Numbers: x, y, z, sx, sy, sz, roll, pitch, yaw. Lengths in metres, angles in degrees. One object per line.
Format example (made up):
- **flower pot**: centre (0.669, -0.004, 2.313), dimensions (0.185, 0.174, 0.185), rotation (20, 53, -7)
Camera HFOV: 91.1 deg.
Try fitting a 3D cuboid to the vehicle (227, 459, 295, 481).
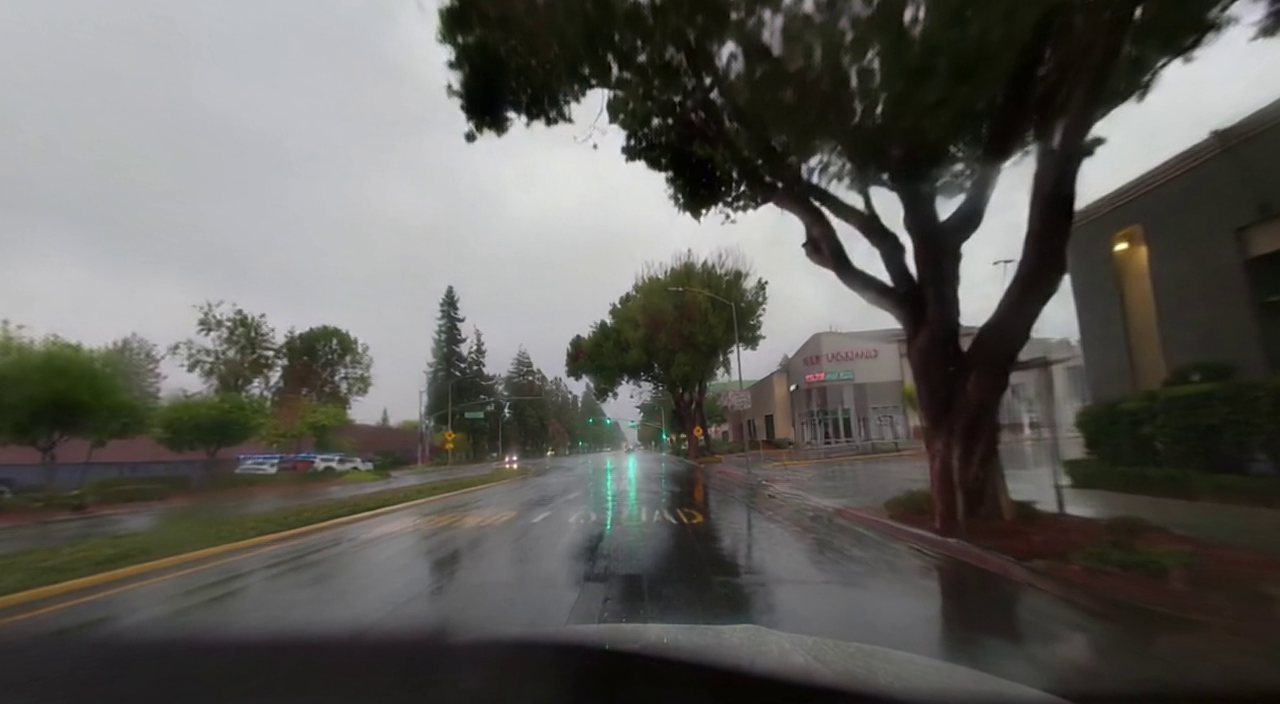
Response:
- **vehicle**: centre (-27.721, 8.634, 45.974), dimensions (3.797, 1.527, 1.830), rotation (0, -9, 1)
